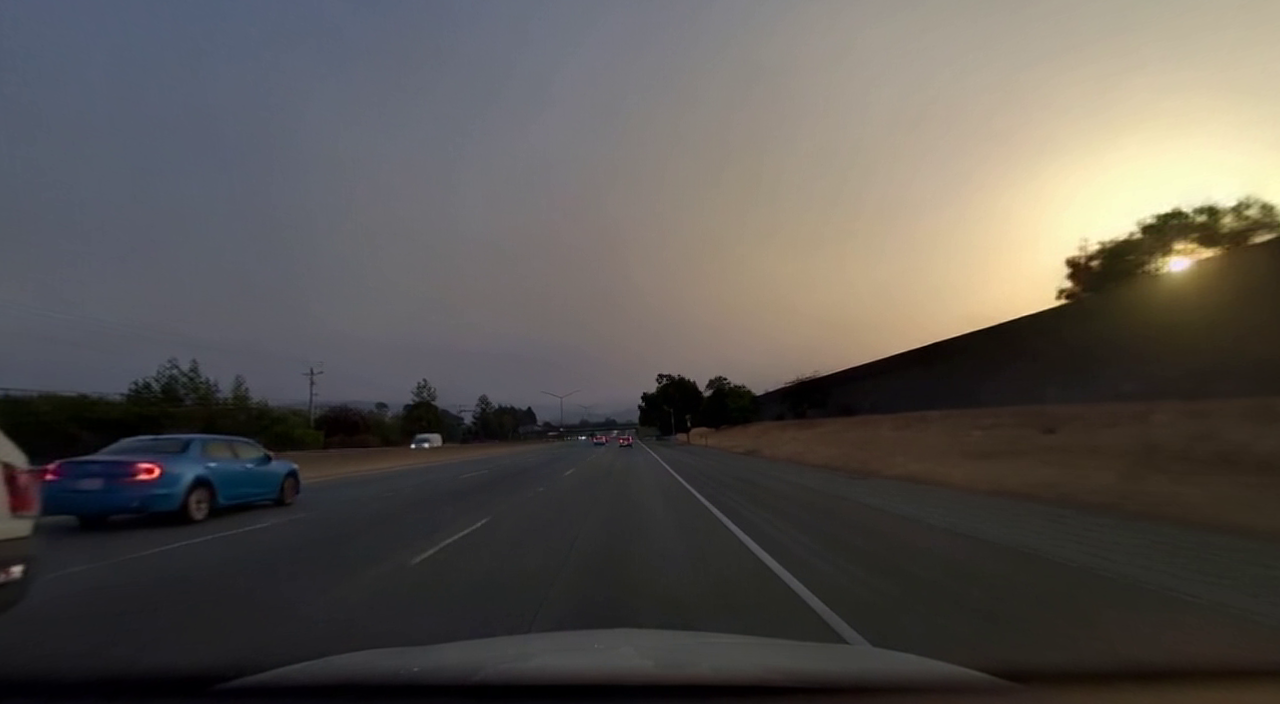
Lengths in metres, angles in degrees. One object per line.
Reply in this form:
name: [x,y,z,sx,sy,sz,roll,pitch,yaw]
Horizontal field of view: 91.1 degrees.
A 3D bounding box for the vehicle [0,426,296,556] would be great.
vehicle: [-7.314,1.885,9.390,1.949,1.465,4.318,0,-8,-1]
